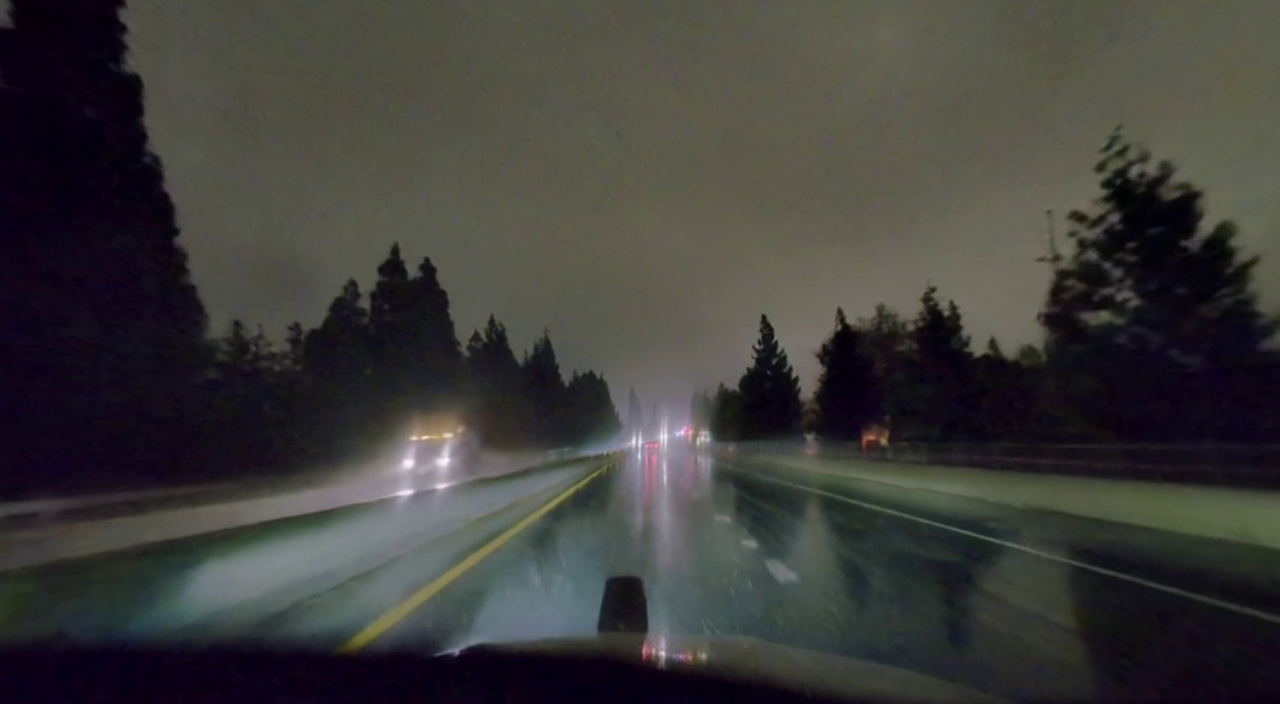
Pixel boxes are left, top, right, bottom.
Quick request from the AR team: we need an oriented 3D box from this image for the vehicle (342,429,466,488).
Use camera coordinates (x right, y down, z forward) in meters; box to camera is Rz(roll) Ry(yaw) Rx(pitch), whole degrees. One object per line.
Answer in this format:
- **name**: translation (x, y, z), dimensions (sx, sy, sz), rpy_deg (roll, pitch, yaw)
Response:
- **vehicle**: translation (-8.596, 3.960, 23.718), dimensions (2.344, 1.898, 5.764), rpy_deg (-1, -9, 1)
